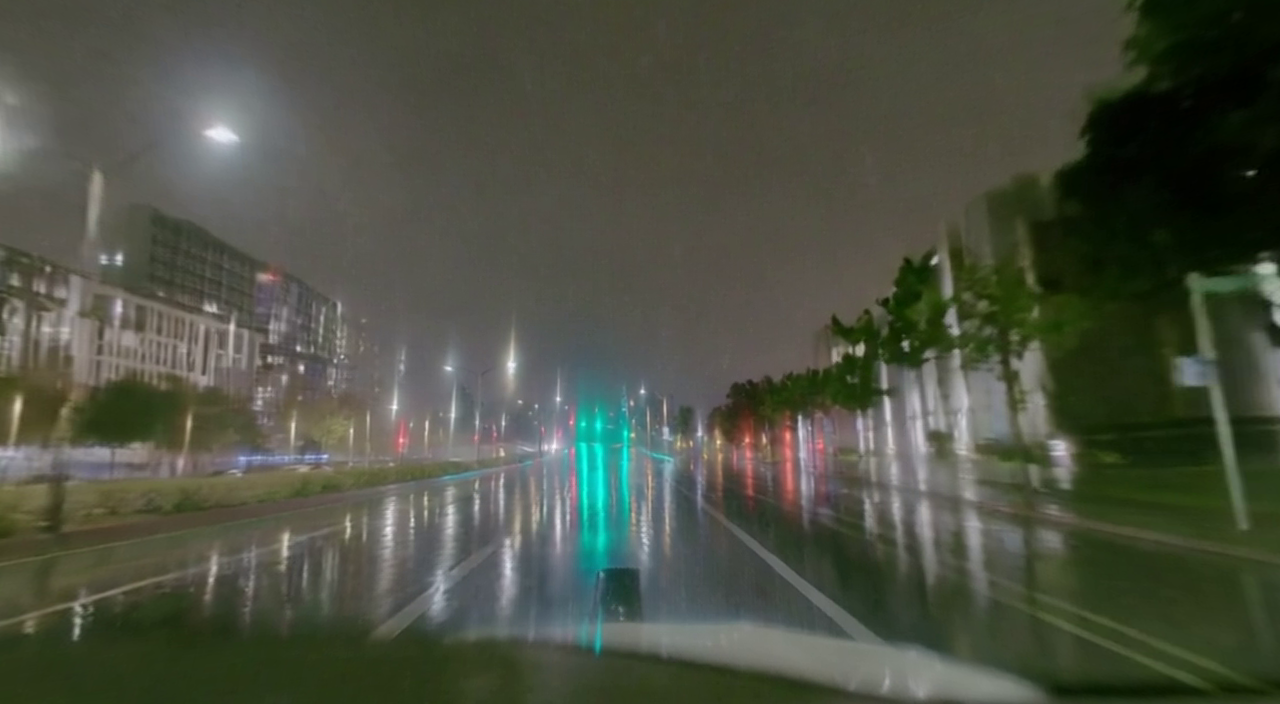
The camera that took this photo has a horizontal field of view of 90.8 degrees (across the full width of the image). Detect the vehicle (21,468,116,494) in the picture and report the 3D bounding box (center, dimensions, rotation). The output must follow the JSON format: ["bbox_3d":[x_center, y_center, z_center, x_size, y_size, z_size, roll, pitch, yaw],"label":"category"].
[{"bbox_3d":[-40.435,9.122,44.798,4.561,1.664,2.146,0,-9,-2],"label":"vehicle"}]
